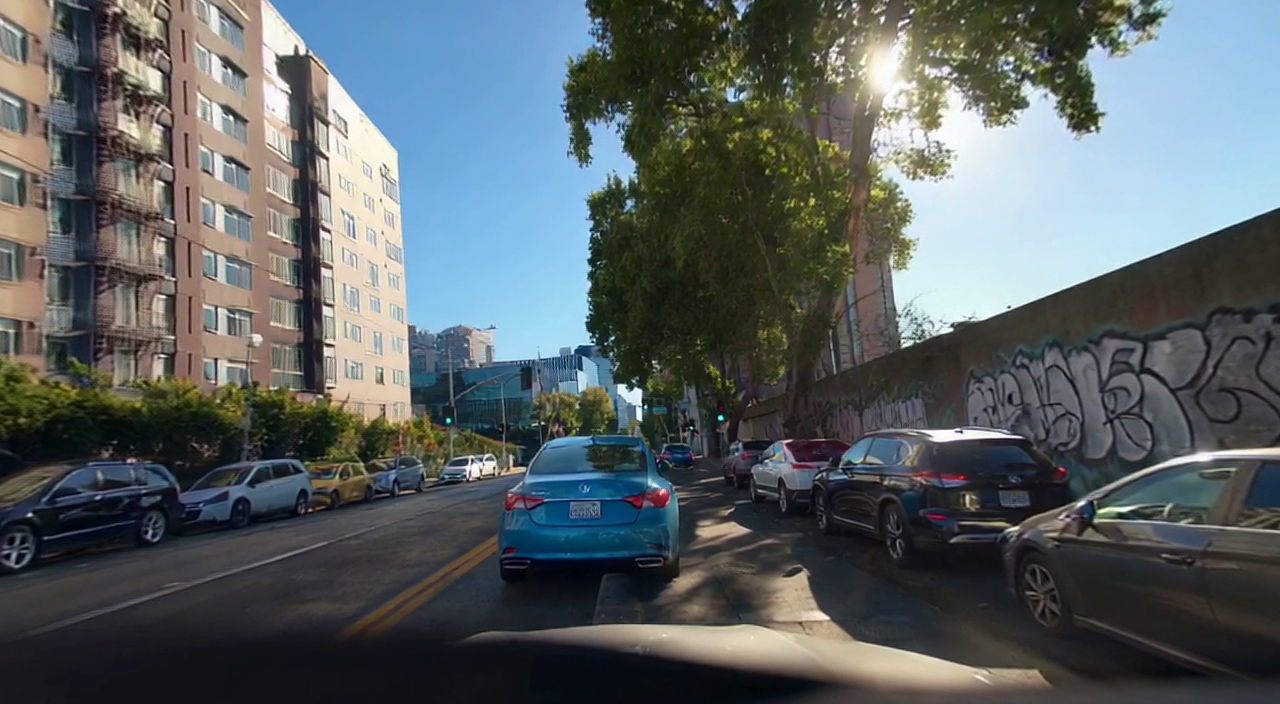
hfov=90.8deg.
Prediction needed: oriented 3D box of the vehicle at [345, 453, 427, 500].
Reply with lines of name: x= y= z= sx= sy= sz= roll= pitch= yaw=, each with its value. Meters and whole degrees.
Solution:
vehicle: x=-11.031 y=5.398 z=27.739 sx=1.822 sy=1.639 sz=4.144 roll=-6 pitch=-8 yaw=0

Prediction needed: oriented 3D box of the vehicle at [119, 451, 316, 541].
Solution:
vehicle: x=-10.893 y=3.662 z=16.785 sx=2.276 sy=1.741 sz=4.439 roll=-6 pitch=-8 yaw=-1

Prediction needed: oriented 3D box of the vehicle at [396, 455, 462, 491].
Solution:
vehicle: x=-11.102 y=6.367 z=33.641 sx=1.931 sy=1.499 sz=4.645 roll=-6 pitch=-8 yaw=-2

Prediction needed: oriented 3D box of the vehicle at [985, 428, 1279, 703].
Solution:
vehicle: x=4.241 y=1.272 z=3.634 sx=1.955 sy=1.535 sz=4.266 roll=3 pitch=-9 yaw=-3

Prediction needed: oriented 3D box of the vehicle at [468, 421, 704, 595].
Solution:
vehicle: x=-0.505 y=1.760 z=8.056 sx=2.166 sy=1.579 sz=4.300 roll=0 pitch=-8 yaw=0

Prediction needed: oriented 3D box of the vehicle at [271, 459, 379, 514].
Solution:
vehicle: x=-11.018 y=4.680 z=22.452 sx=1.741 sy=1.506 sz=4.370 roll=-5 pitch=-8 yaw=-2

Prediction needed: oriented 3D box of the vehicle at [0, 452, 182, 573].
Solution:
vehicle: x=-10.859 y=2.834 z=11.264 sx=1.988 sy=1.781 sz=4.827 roll=-7 pitch=-8 yaw=-4

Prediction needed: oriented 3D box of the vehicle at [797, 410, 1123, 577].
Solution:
vehicle: x=4.203 y=1.948 z=9.667 sx=2.097 sy=1.811 sz=5.230 roll=0 pitch=-8 yaw=-2
